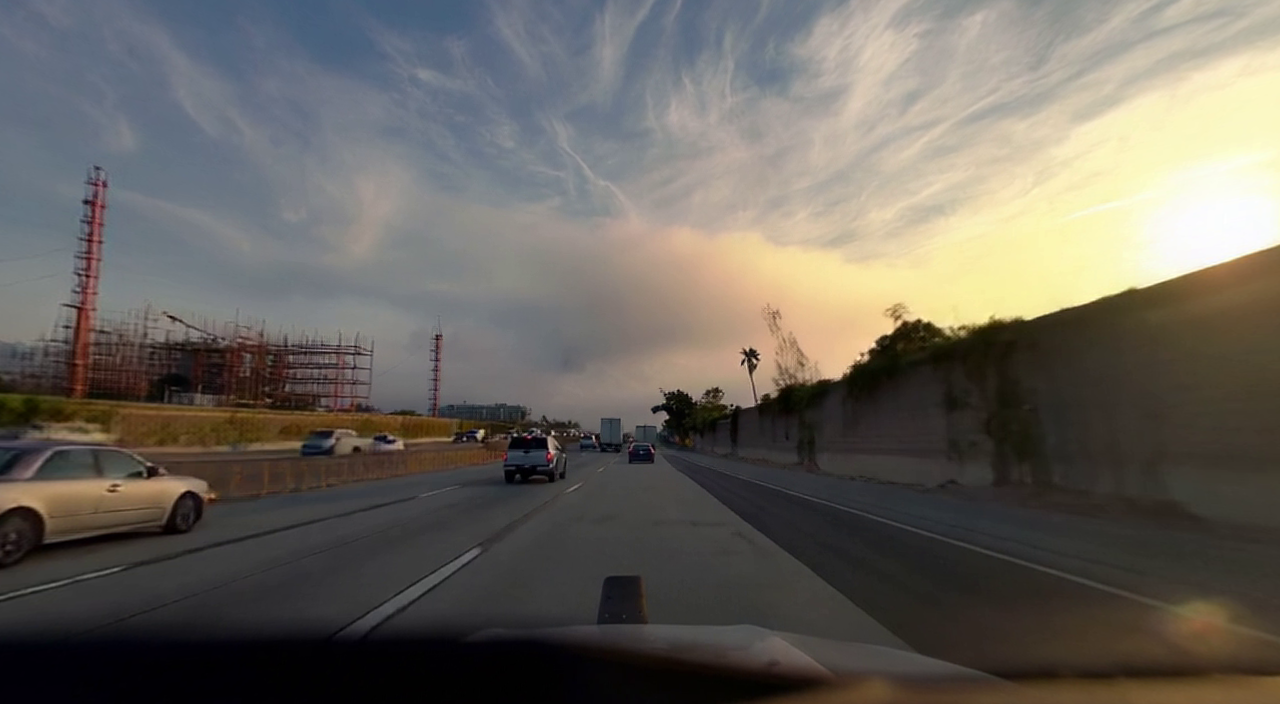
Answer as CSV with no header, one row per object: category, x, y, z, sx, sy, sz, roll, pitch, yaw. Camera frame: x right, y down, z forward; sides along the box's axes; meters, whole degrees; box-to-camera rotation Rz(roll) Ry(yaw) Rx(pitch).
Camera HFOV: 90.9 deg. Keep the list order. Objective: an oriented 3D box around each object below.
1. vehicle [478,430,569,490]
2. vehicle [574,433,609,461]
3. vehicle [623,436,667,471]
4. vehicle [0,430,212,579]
vehicle,-3.706,3.542,21.030,2.108,1.740,4.549,0,-8,1
vehicle,-3.676,7.268,48.251,2.203,1.958,4.848,0,-8,1
vehicle,0.241,5.151,32.187,2.136,1.678,4.052,0,-8,0
vehicle,-7.369,1.644,7.110,1.949,1.476,4.410,0,-8,0
